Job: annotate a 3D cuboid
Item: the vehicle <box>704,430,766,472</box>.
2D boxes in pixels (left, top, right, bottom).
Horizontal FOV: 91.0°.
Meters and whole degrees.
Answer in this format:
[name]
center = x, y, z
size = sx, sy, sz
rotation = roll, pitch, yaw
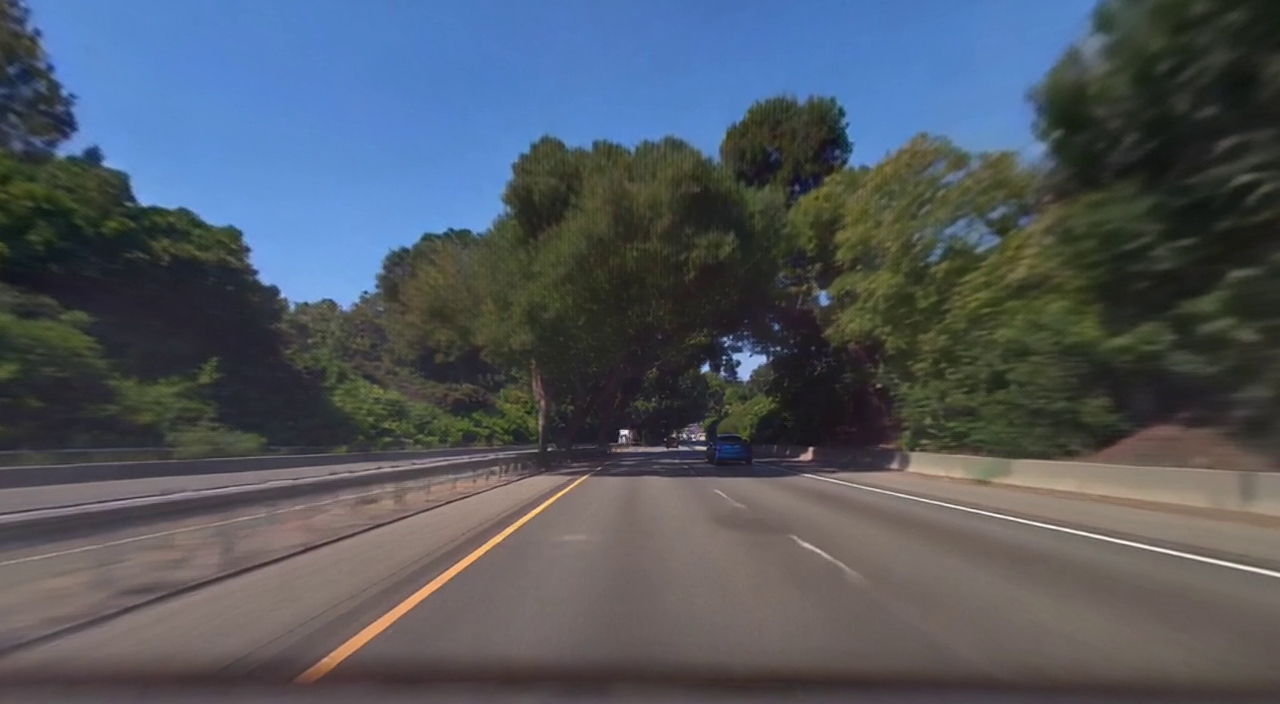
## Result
[vehicle]
center = 4.076, 4.300, 27.634
size = 2.022, 1.663, 4.245
rotation = 0, -8, 0
